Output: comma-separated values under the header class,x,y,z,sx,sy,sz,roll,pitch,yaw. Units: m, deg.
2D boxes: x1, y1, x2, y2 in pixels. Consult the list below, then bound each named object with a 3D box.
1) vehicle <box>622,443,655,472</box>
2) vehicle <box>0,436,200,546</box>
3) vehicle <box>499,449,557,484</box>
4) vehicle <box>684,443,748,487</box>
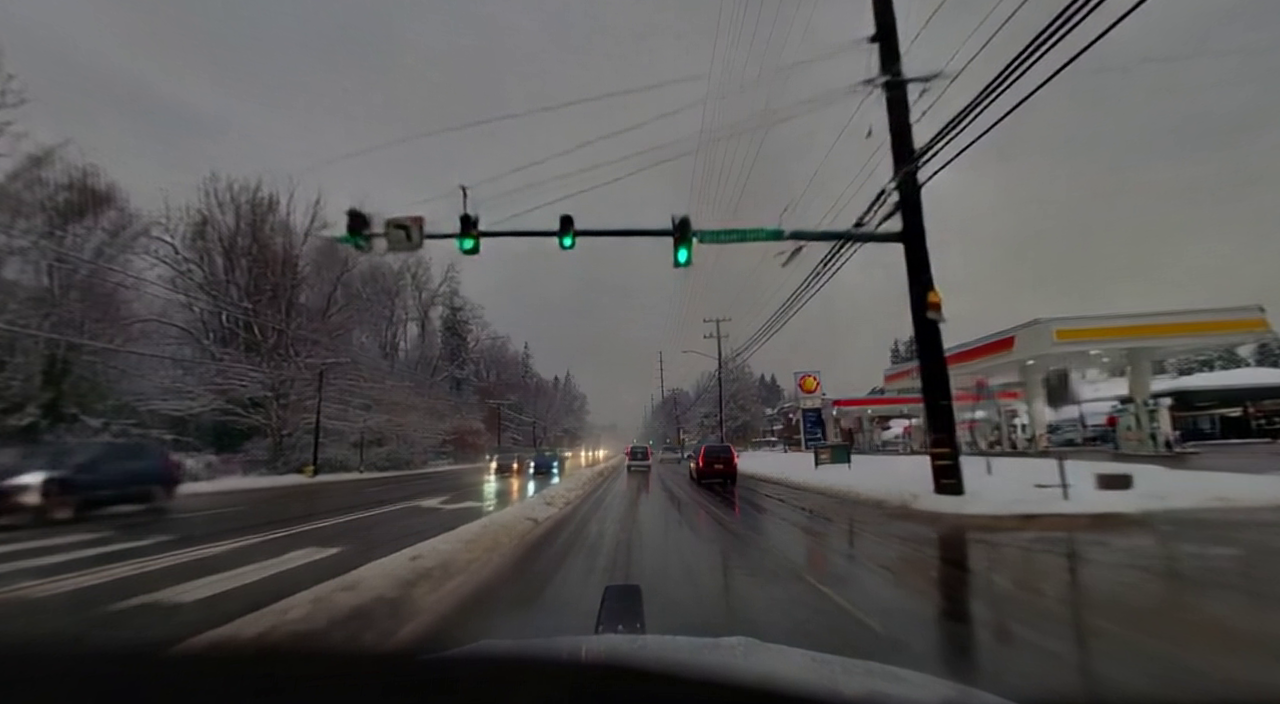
class,x,y,z,sx,sy,sz,roll,pitch,yaw
vehicle,-0.120,7.096,42.768,2.163,1.825,4.073,-1,-8,-1
vehicle,-11.662,2.655,12.786,2.165,1.810,4.607,-1,-8,0
vehicle,-5.172,5.331,29.778,2.032,1.487,4.413,0,-8,-1
vehicle,3.022,4.580,25.988,1.990,1.592,4.294,0,-8,-1
